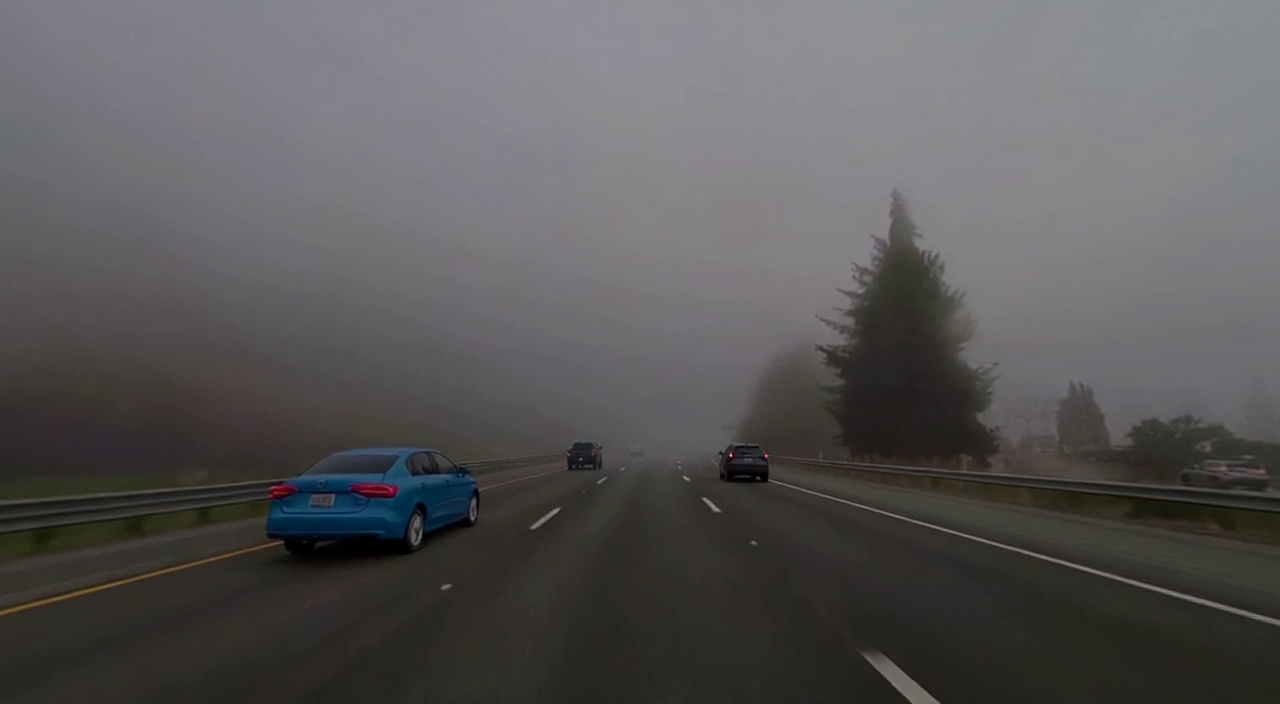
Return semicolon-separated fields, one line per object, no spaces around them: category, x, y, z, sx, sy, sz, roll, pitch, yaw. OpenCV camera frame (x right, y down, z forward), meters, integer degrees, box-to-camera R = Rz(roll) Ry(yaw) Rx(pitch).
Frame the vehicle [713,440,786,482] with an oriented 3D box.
vehicle;4.150;4.213;24.632;2.100;1.472;4.533;0;-8;1

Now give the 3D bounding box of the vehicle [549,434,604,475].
vehicle;-3.014;5.017;30.999;2.122;1.847;4.696;0;-8;1

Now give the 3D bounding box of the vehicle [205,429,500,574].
vehicle;-3.483;1.885;8.813;1.948;1.475;4.461;0;-8;1
